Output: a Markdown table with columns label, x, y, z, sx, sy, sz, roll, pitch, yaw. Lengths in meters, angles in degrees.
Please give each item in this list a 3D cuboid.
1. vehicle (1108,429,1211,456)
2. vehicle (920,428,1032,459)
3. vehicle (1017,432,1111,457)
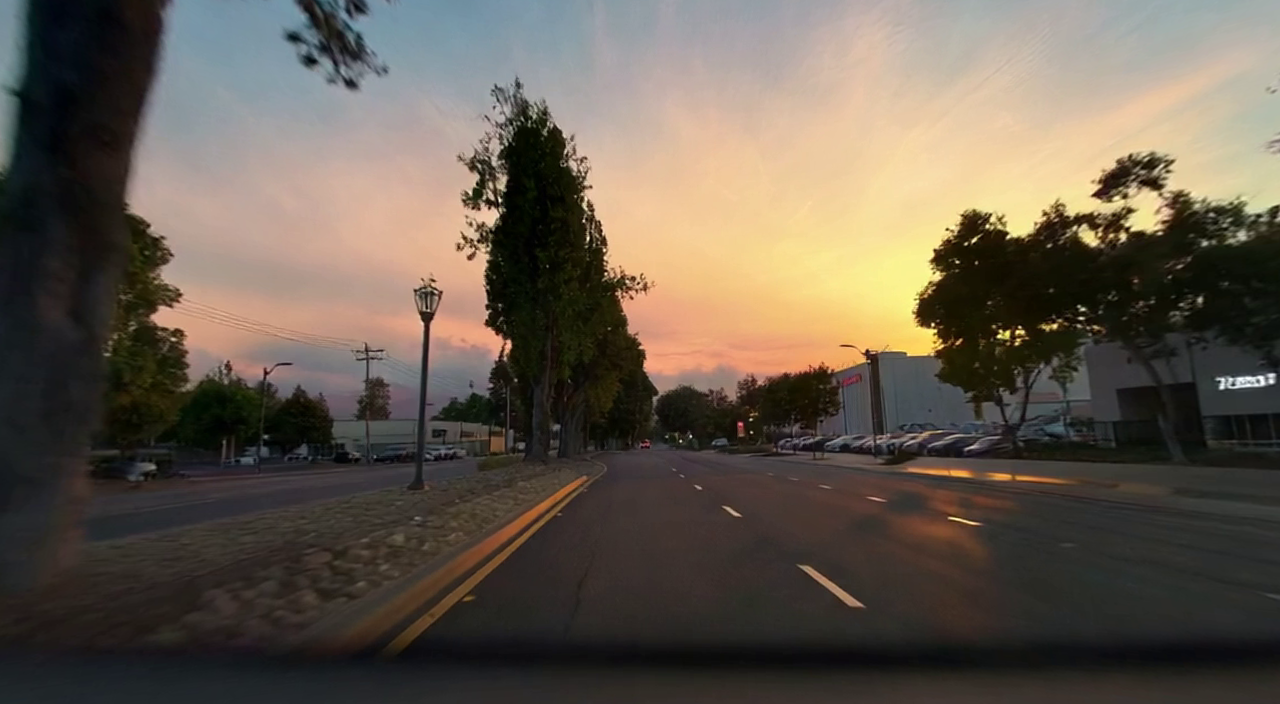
| label | x | y | z | sx | sy | sz | roll | pitch | yaw |
| --- | --- | --- | --- | --- | --- | --- | --- | --- | --- |
| vehicle | 31.499 | 5.485 | 38.403 | 4.532 | 1.493 | 1.886 | -1 | -9 | 1 |
| vehicle | 20.407 | 5.604 | 38.558 | 5.462 | 1.785 | 2.323 | 0 | -9 | 1 |
| vehicle | 25.967 | 5.703 | 38.820 | 4.402 | 1.465 | 1.900 | 0 | -9 | -2 |
